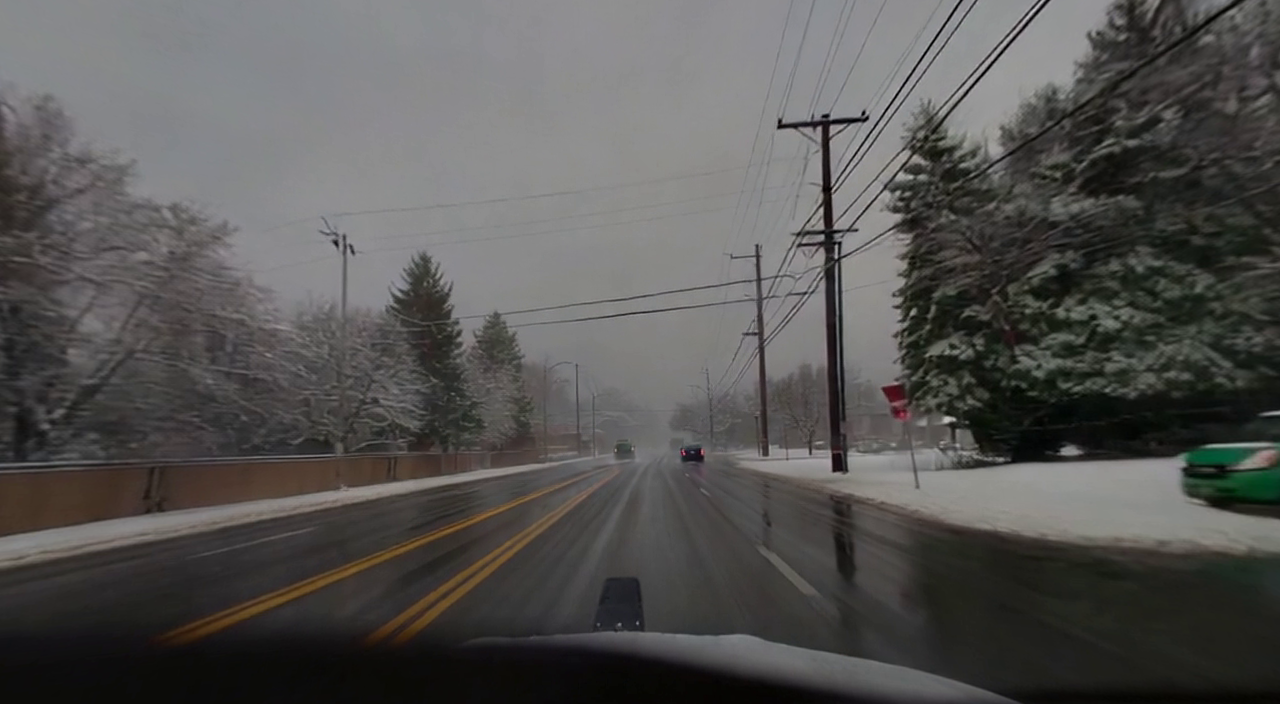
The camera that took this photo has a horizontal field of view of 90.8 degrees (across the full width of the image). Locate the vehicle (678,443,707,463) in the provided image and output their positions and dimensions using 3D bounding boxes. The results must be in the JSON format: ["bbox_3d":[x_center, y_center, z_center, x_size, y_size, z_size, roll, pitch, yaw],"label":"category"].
[{"bbox_3d":[3.874,7.538,47.298,2.015,1.467,4.117,-1,-8,3],"label":"vehicle"}]
